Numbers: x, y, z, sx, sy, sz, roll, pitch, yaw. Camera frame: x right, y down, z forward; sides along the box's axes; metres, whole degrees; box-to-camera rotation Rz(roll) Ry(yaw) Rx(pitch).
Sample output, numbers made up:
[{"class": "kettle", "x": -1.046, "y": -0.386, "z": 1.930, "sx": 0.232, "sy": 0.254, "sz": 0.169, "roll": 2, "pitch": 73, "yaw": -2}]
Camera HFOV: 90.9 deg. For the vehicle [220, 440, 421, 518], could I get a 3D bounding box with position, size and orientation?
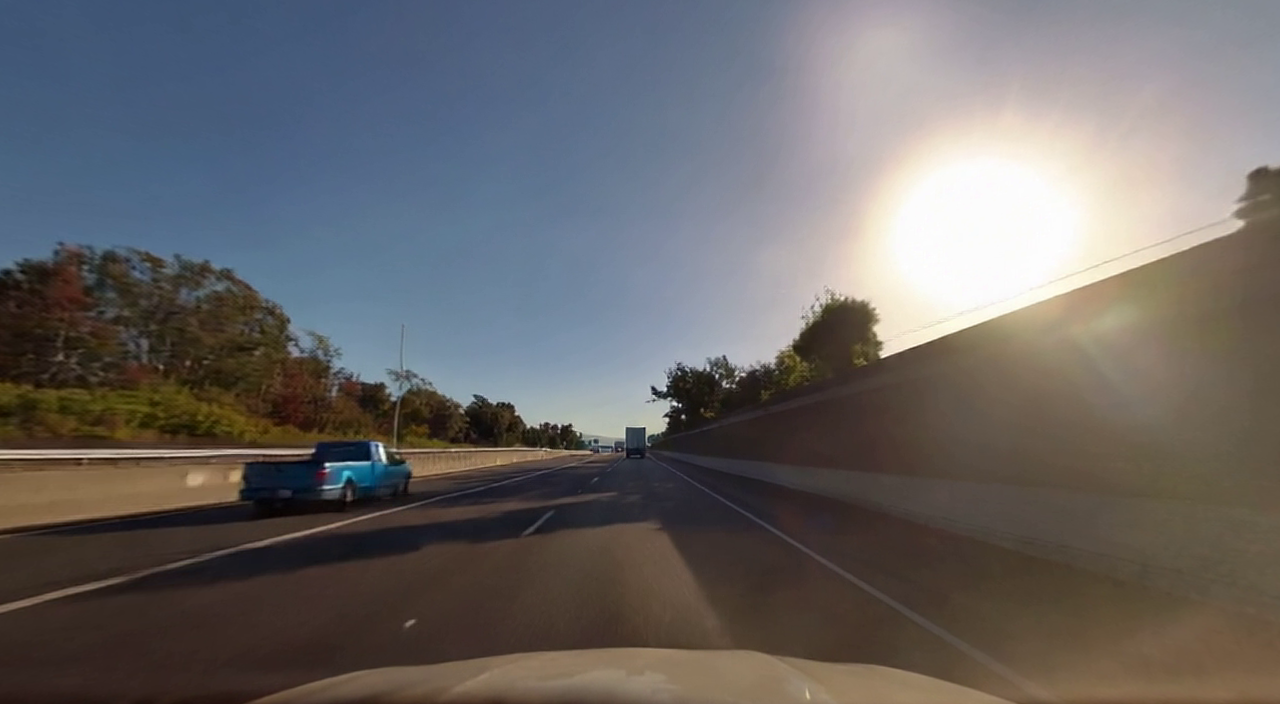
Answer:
[{"class": "vehicle", "x": -7.036, "y": 2.831, "z": 14.672, "sx": 2.017, "sy": 1.468, "sz": 5.031, "roll": 0, "pitch": -9, "yaw": 0}]
